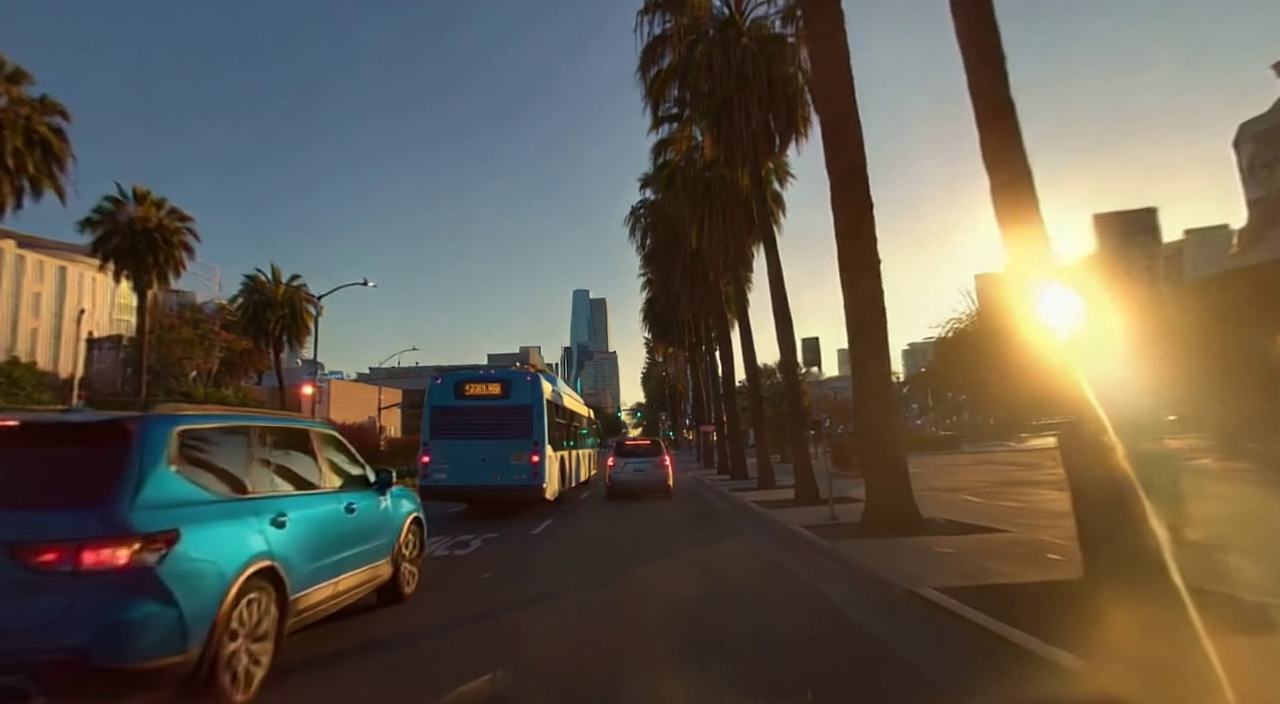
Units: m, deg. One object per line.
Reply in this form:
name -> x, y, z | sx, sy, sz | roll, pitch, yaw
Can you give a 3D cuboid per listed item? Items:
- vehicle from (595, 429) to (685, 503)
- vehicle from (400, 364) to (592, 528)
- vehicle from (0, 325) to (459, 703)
vehicle -> 0.006, 2.993, 16.973 | 2.120, 1.727, 3.917 | 0, -8, 0
vehicle -> -3.022, 2.362, 16.054 | 2.775, 3.064, 8.297 | 0, -8, 1
vehicle -> -3.020, 1.131, 4.408 | 2.124, 1.799, 4.587 | 0, -8, 0
